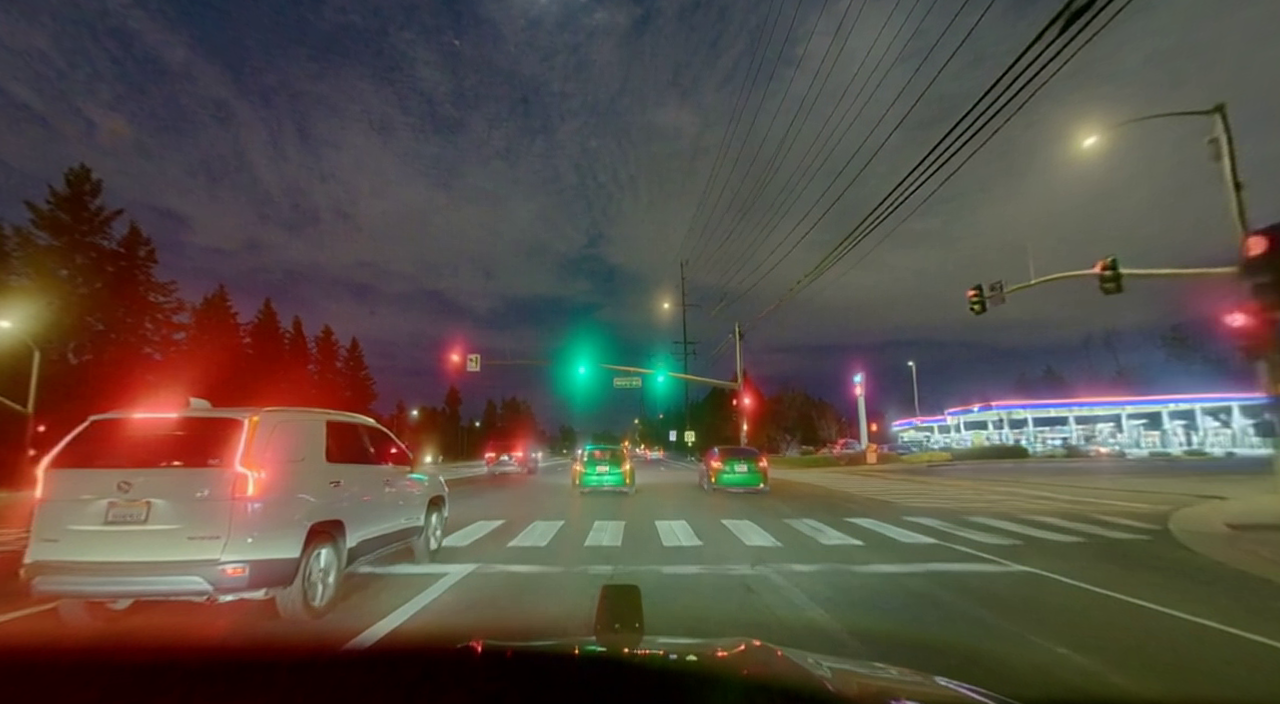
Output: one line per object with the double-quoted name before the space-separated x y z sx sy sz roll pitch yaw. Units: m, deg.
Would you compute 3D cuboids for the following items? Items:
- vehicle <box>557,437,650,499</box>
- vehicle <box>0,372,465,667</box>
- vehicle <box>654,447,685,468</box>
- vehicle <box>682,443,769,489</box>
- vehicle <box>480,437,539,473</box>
"vehicle" -0.918 3.037 16.930 2.189 1.437 4.135 0 -8 -2
"vehicle" -3.226 1.264 5.858 1.922 1.642 4.547 0 -8 -1
"vehicle" 2.193 7.998 47.989 2.069 1.464 4.599 0 -8 -1
"vehicle" 2.609 3.614 20.468 2.065 1.302 4.416 0 -8 -2
"vehicle" -7.592 6.048 37.347 2.385 1.918 5.056 0 -8 0
